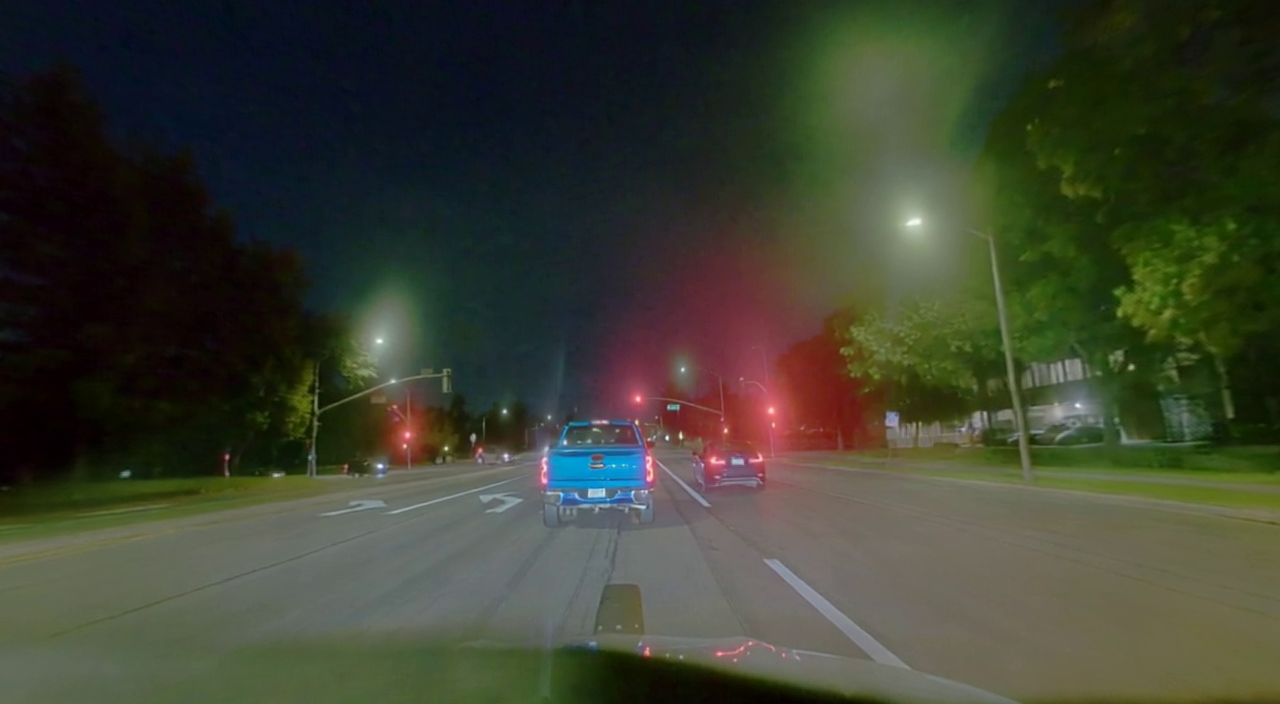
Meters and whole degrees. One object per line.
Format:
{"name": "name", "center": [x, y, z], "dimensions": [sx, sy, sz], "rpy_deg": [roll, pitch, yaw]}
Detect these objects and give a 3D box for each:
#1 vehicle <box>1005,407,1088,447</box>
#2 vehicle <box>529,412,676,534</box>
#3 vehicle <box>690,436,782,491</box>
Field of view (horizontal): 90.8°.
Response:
{"name": "vehicle", "center": [30.311, 5.686, 47.289], "dimensions": [2.892, 2.881, 4.178], "rpy_deg": [2, -9, -16]}
{"name": "vehicle", "center": [-0.545, 2.119, 11.663], "dimensions": [2.145, 1.762, 4.731], "rpy_deg": [0, -8, 0]}
{"name": "vehicle", "center": [2.823, 3.392, 19.630], "dimensions": [2.073, 1.484, 4.437], "rpy_deg": [0, -8, -1]}
